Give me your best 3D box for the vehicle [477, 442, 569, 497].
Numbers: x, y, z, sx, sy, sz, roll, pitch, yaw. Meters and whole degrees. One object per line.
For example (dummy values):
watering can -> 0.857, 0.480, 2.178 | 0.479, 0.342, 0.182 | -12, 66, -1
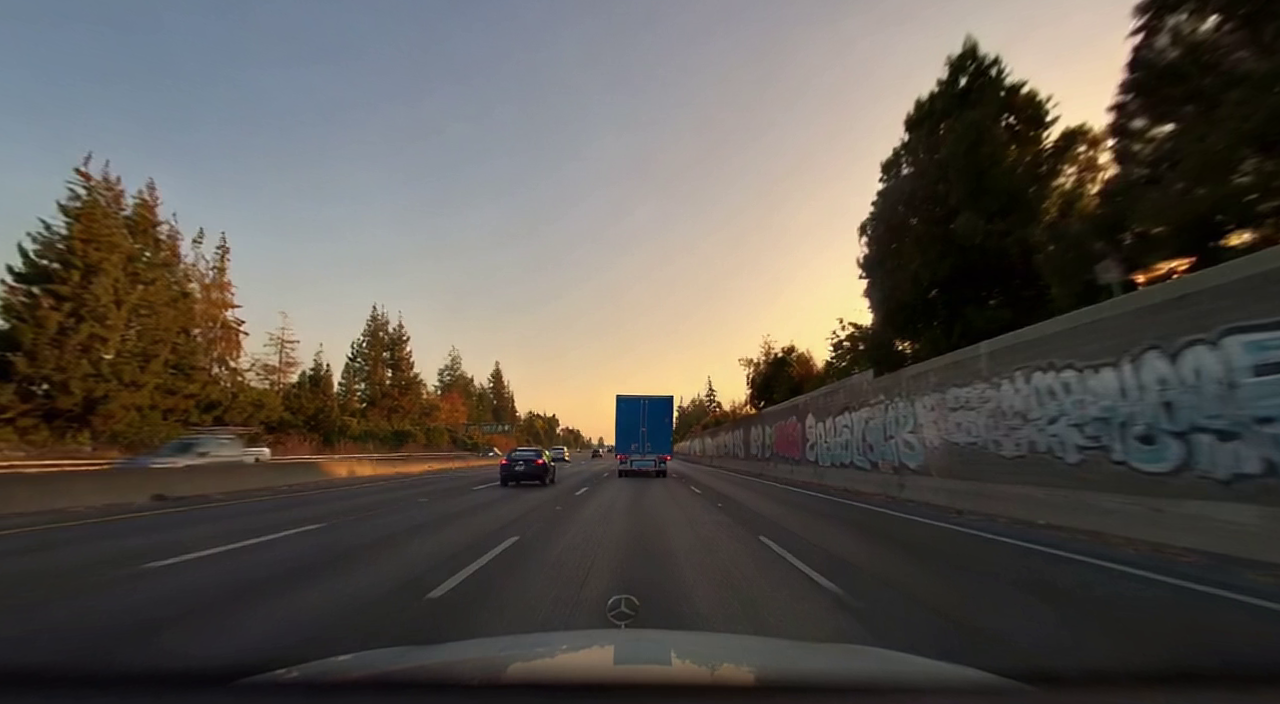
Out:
vehicle -> -3.468, 3.580, 19.541 | 2.020, 1.505, 4.171 | 0, -9, 1

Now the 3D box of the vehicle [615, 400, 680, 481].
vehicle -> 0.220, 4.792, 33.677 | 2.915, 3.661, 9.741 | 0, -9, -1

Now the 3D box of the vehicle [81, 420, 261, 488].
vehicle -> -17.789, 3.950, 24.520 | 2.348, 2.266, 6.059 | 0, -9, -1
